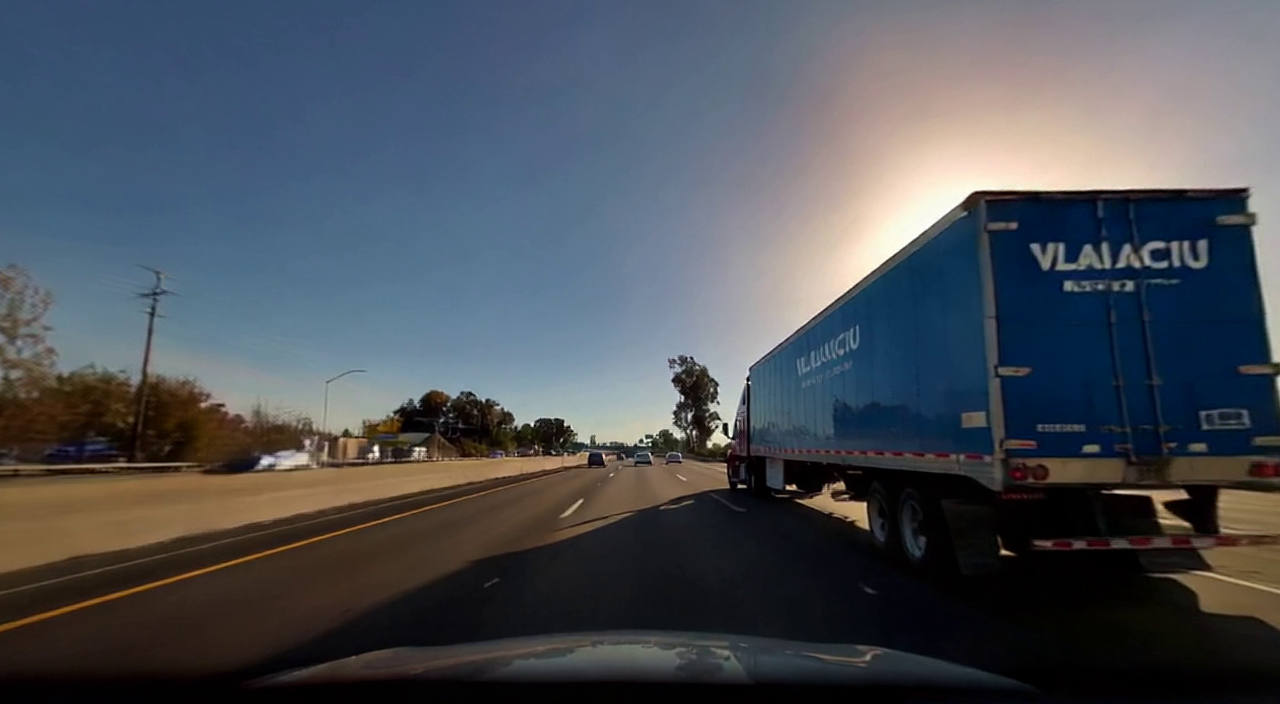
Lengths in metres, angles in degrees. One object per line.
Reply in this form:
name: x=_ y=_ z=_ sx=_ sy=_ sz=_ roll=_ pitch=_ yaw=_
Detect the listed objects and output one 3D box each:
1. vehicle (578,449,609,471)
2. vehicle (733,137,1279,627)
vehicle: x=-3.568 y=8.334 z=49.011 sx=2.107 sy=1.626 sz=4.804 roll=0 pitch=-9 yaw=0
vehicle: x=4.446 y=1.205 z=12.270 sx=2.847 sy=4.075 sz=14.244 roll=0 pitch=-9 yaw=-1
